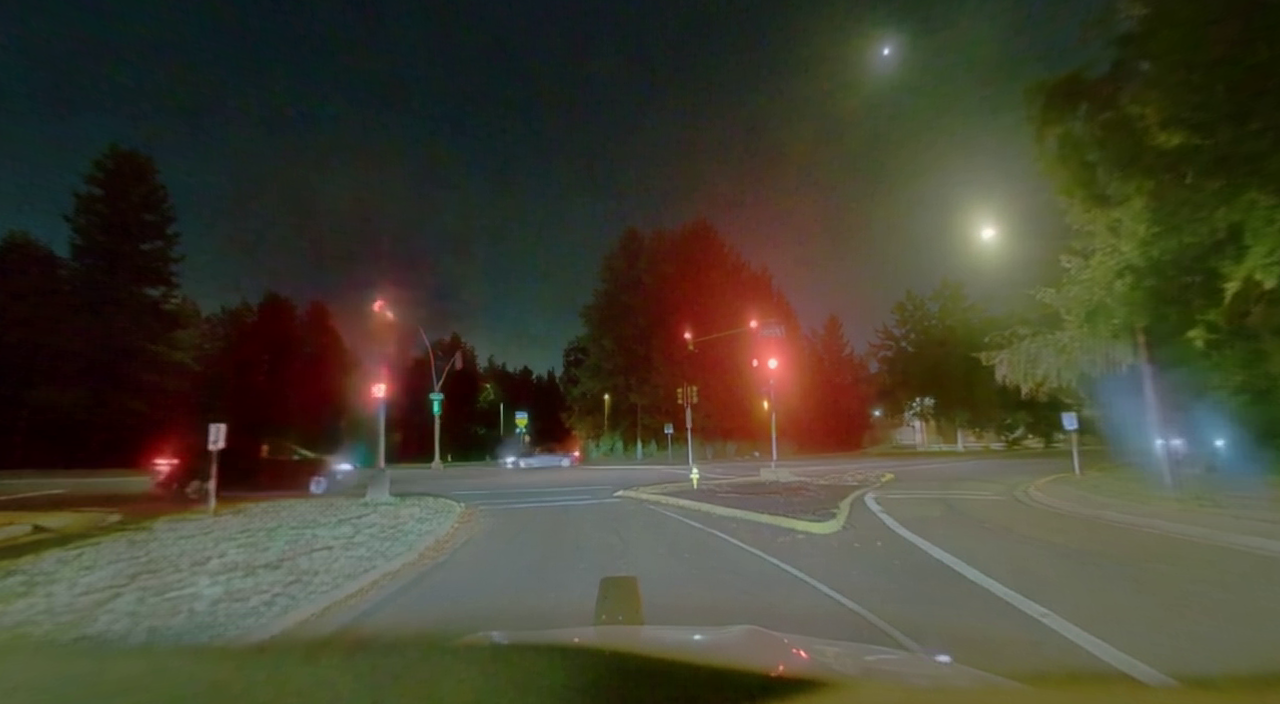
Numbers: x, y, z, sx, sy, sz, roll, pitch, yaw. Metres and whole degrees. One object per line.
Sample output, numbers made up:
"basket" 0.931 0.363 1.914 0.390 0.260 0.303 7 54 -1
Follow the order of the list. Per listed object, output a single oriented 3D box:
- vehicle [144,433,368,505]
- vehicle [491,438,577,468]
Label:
"vehicle" -9.556 2.916 16.188 4.545 1.602 2.014 4 -10 -27
"vehicle" -6.230 5.925 37.265 4.602 1.667 1.933 4 -10 -27
